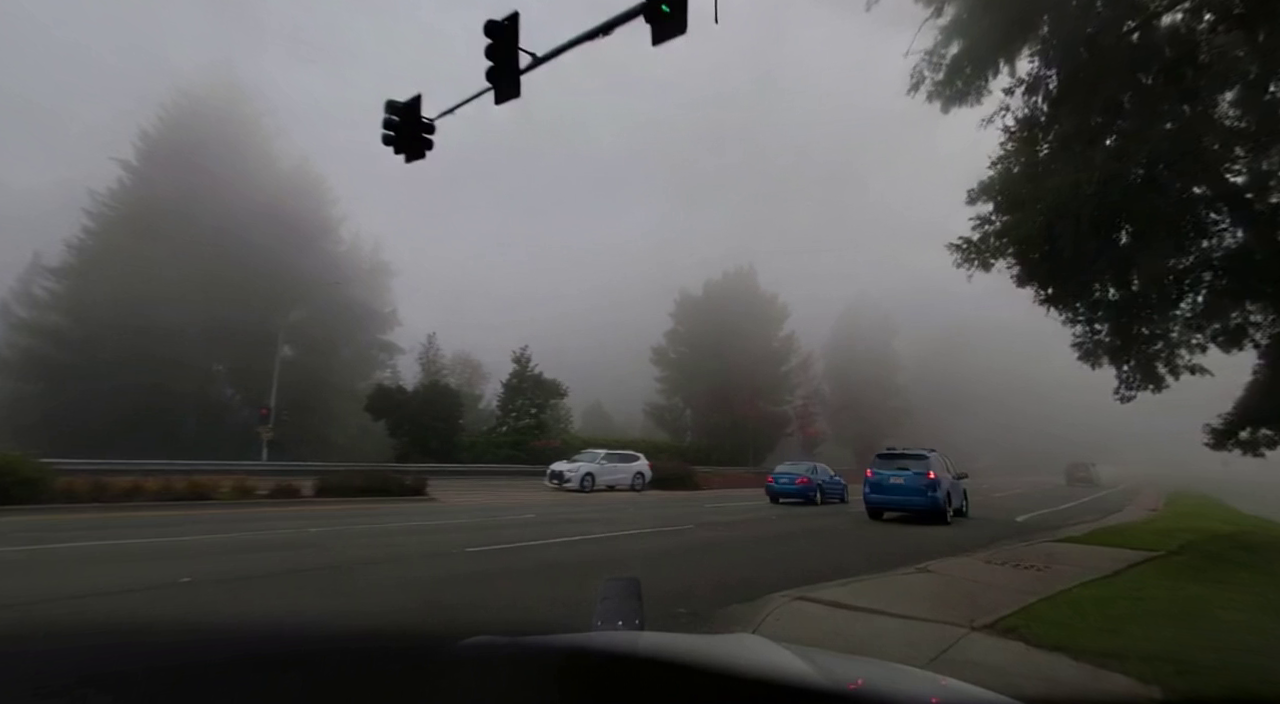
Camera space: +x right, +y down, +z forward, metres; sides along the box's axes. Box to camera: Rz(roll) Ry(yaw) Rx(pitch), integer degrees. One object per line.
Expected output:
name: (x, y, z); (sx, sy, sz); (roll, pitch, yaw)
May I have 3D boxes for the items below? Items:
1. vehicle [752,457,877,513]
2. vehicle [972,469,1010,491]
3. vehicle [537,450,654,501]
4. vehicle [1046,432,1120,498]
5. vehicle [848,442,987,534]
vehicle: (5.981, 4.384, 21.370); (2.123, 1.592, 4.505); (-8, -12, 43)
vehicle: (27.095, 9.829, 48.661); (1.822, 1.491, 4.237); (-7, -11, 37)
vehicle: (-1.716, 4.934, 25.680); (1.973, 1.826, 4.538); (-8, -12, 43)
vehicle: (32.315, 8.044, 45.848); (2.945, 4.155, 10.649); (-7, -11, 40)
vehicle: (6.792, 3.111, 15.212); (2.125, 1.830, 4.370); (-6, -10, 35)
